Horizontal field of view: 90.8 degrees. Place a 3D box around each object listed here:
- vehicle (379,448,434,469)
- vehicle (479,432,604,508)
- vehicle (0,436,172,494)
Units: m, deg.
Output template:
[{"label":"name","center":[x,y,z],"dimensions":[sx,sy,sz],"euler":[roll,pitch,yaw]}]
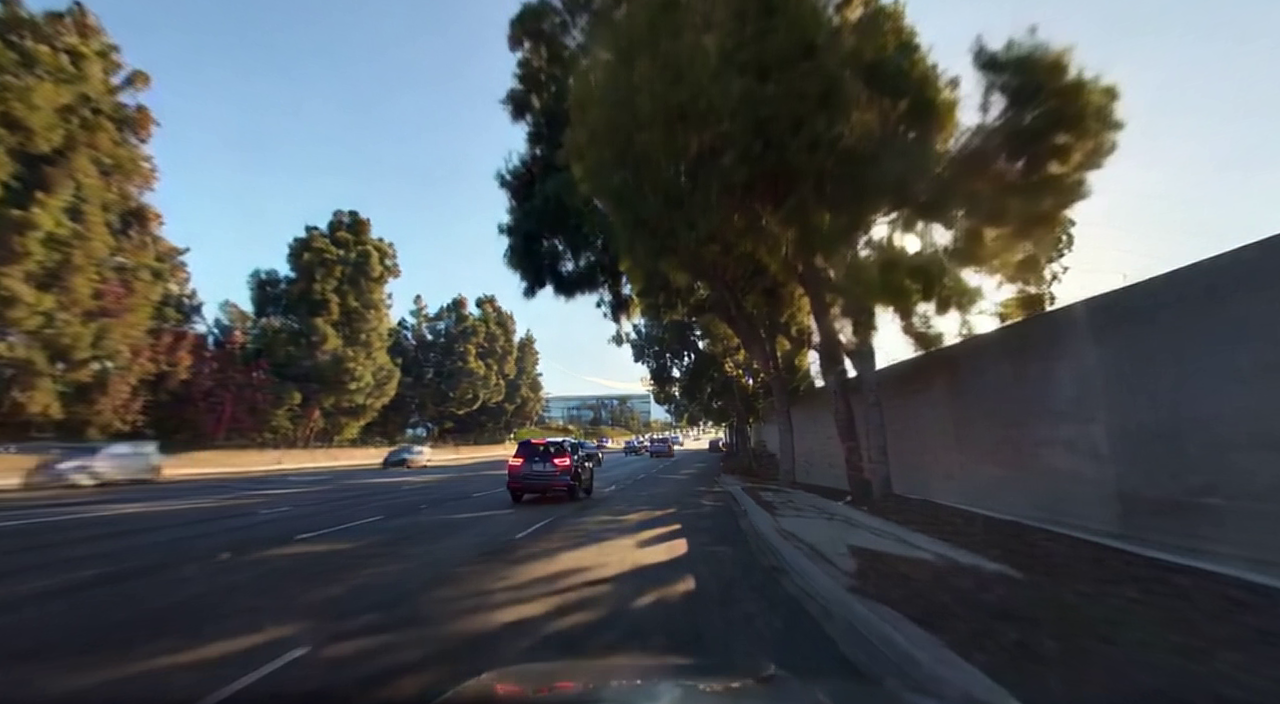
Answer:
[{"label":"vehicle","center":[-17.268,7.860,46.935],"dimensions":[1.795,1.454,4.467],"euler":[-1,-8,9]},{"label":"vehicle","center":[-2.316,2.949,16.344],"dimensions":[2.082,1.638,4.644],"euler":[-1,-8,5]},{"label":"vehicle","center":[-17.697,3.515,20.085],"dimensions":[1.918,1.628,4.502],"euler":[-1,-8,5]}]
